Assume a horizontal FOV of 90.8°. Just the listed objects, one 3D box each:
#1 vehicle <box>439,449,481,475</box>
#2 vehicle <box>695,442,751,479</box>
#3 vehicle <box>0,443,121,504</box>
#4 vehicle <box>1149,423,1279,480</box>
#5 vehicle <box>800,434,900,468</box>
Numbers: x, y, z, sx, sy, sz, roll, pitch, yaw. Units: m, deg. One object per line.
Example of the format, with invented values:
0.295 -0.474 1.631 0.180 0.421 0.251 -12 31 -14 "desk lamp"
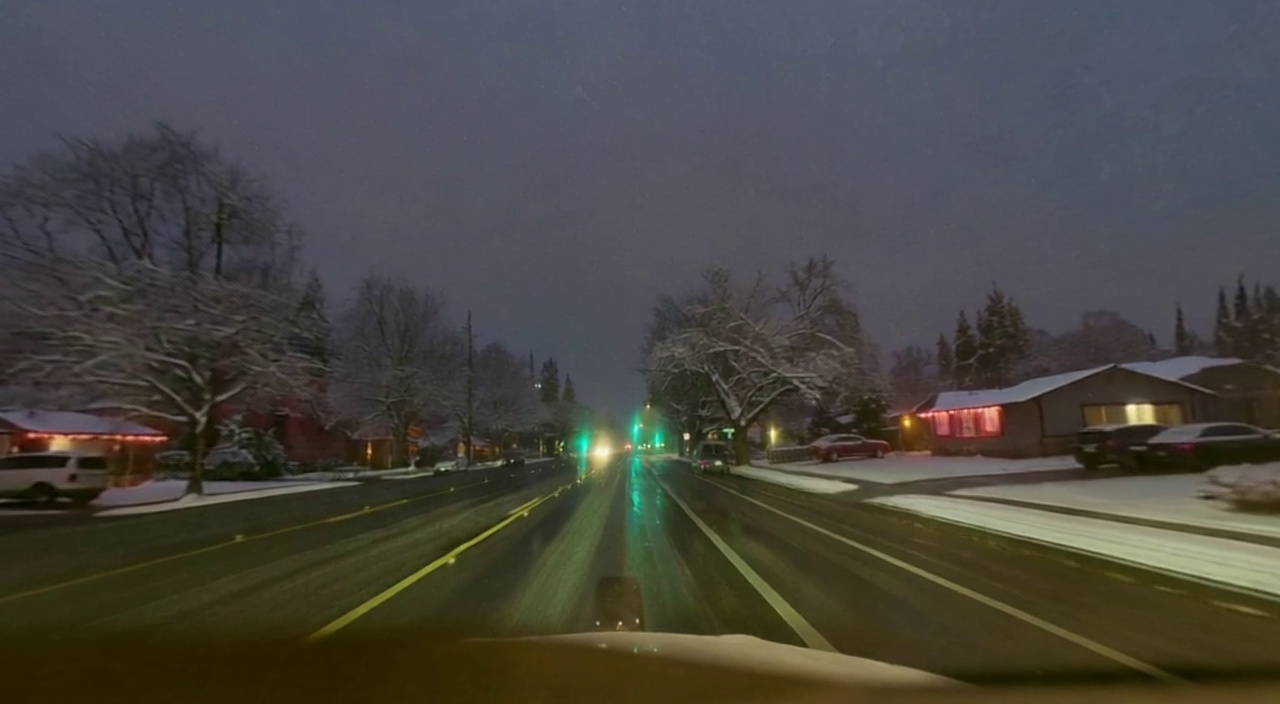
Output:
-13.606 8.290 47.899 1.970 1.677 4.270 -2 -7 0 "vehicle"
4.001 5.317 31.324 2.045 1.677 4.509 0 -9 -1 "vehicle"
-21.551 4.091 21.455 5.705 1.907 2.142 0 -9 -4 "vehicle"
18.139 2.974 19.058 3.858 1.583 1.931 0 -9 -2 "vehicle"
11.742 5.547 35.504 4.860 1.772 2.007 0 -8 -3 "vehicle"
